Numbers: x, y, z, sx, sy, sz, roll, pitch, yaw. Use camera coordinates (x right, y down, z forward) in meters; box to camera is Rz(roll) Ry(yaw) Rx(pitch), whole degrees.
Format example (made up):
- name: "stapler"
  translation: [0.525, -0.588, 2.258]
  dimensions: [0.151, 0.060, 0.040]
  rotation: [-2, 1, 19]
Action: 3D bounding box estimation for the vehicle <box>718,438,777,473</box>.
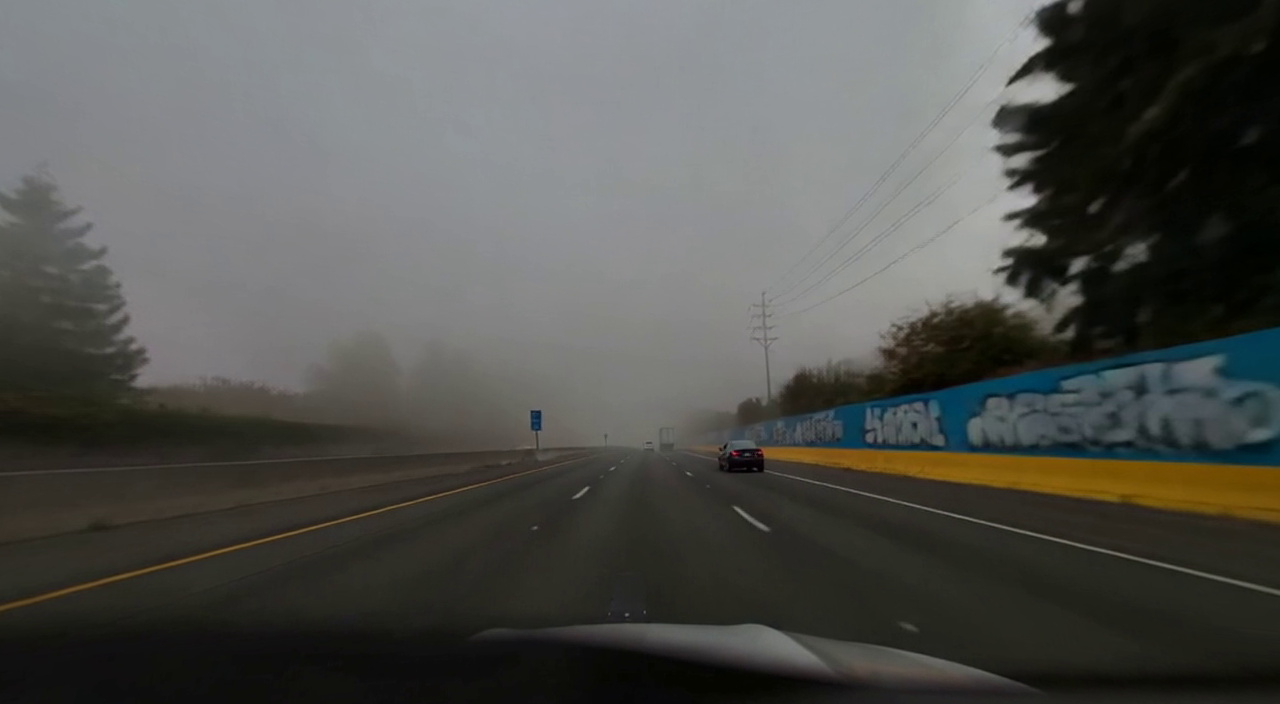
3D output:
- name: "vehicle"
  translation: [4.895, 4.791, 29.240]
  dimensions: [1.991, 1.494, 3.951]
  rotation: [0, -8, -1]
